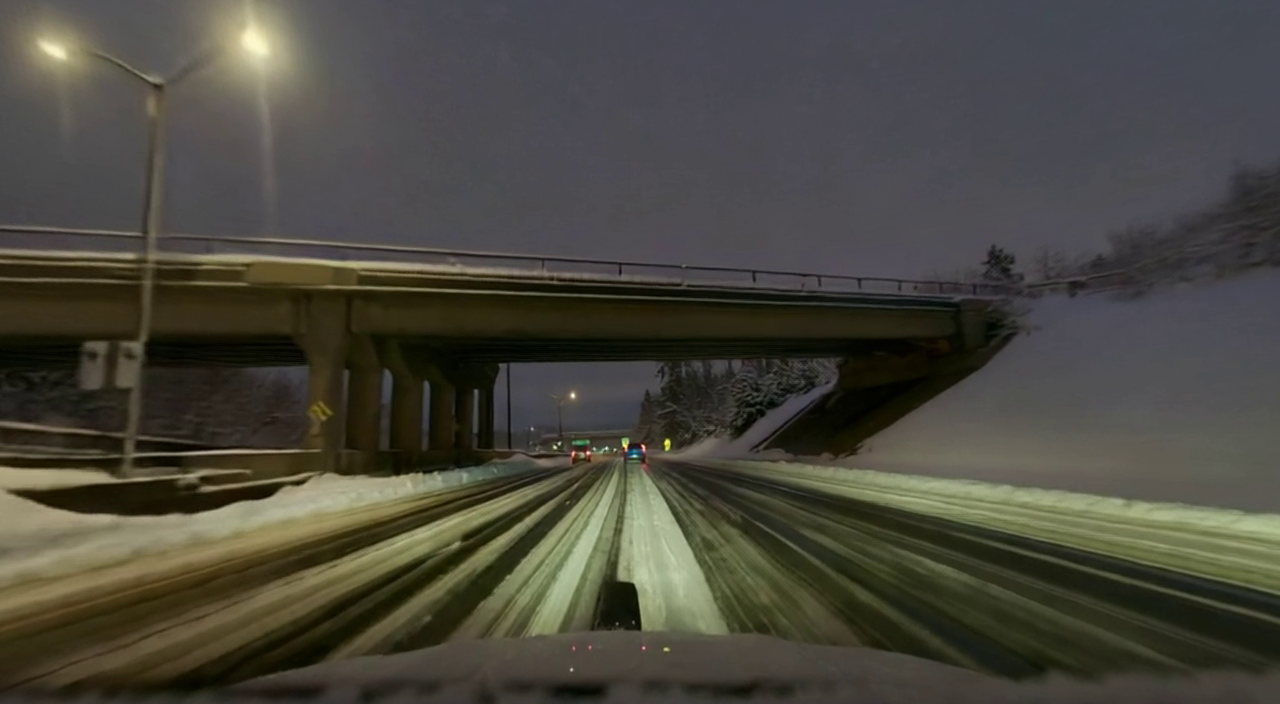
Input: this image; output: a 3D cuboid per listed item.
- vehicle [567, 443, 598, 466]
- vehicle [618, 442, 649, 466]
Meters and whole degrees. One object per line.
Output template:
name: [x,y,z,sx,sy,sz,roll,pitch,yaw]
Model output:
vehicle: [-4.337,7.800,48.192,2.000,1.646,4.201,0,-8,-1]
vehicle: [-0.513,7.352,45.653,2.132,1.657,3.967,0,-8,-2]
